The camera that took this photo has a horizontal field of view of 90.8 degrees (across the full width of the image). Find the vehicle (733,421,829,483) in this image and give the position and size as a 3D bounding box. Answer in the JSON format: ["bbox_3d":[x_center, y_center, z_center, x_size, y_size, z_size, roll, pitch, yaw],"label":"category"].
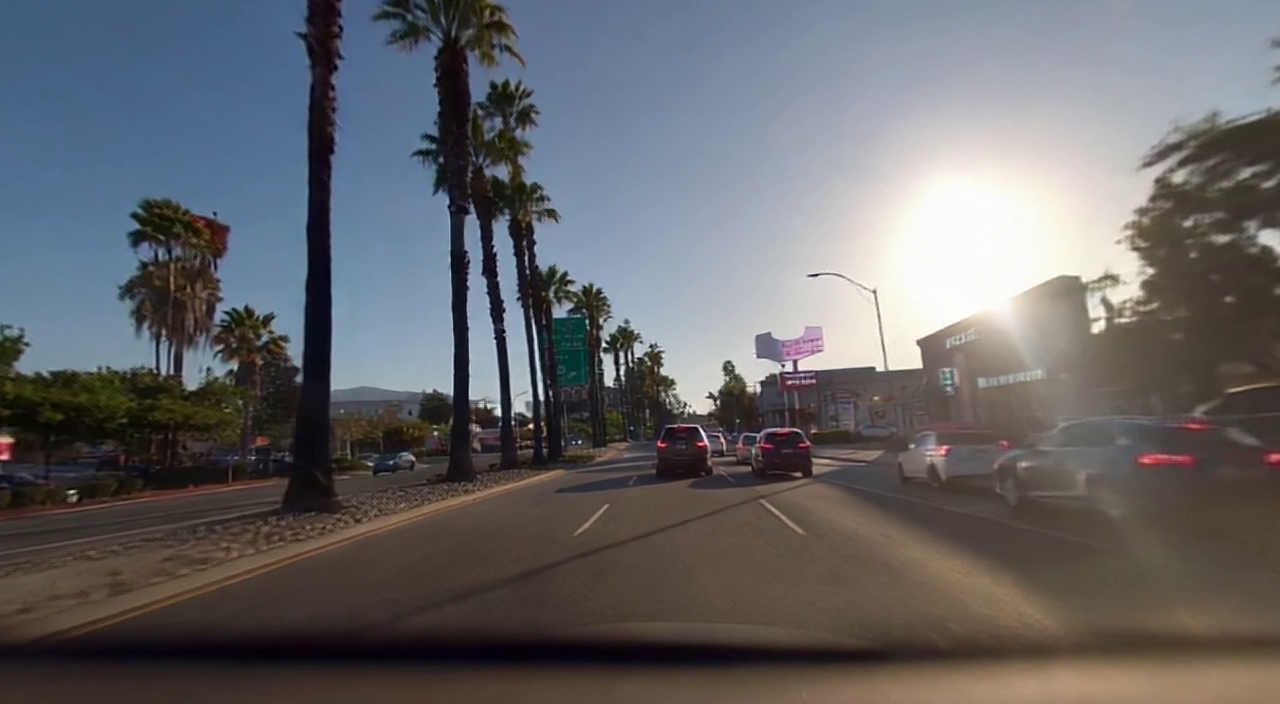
[{"bbox_3d":[4.413,3.241,20.550,2.187,1.777,4.444,0,-9,1],"label":"vehicle"}]

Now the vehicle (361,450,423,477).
[{"bbox_3d":[-15.564,6.997,39.887,1.857,1.446,4.615,-3,-9,3],"label":"vehicle"}]

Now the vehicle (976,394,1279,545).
[{"bbox_3d":[7.347,1.681,9.572,2.001,1.692,4.800,0,-9,2],"label":"vehicle"}]

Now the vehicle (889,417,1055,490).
[{"bbox_3d":[8.492,2.669,16.745,1.881,1.658,4.595,0,-9,0],"label":"vehicle"}]

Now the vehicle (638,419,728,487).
[{"bbox_3d":[1.247,3.106,19.642,2.428,1.816,4.959,0,-9,2],"label":"vehicle"}]
